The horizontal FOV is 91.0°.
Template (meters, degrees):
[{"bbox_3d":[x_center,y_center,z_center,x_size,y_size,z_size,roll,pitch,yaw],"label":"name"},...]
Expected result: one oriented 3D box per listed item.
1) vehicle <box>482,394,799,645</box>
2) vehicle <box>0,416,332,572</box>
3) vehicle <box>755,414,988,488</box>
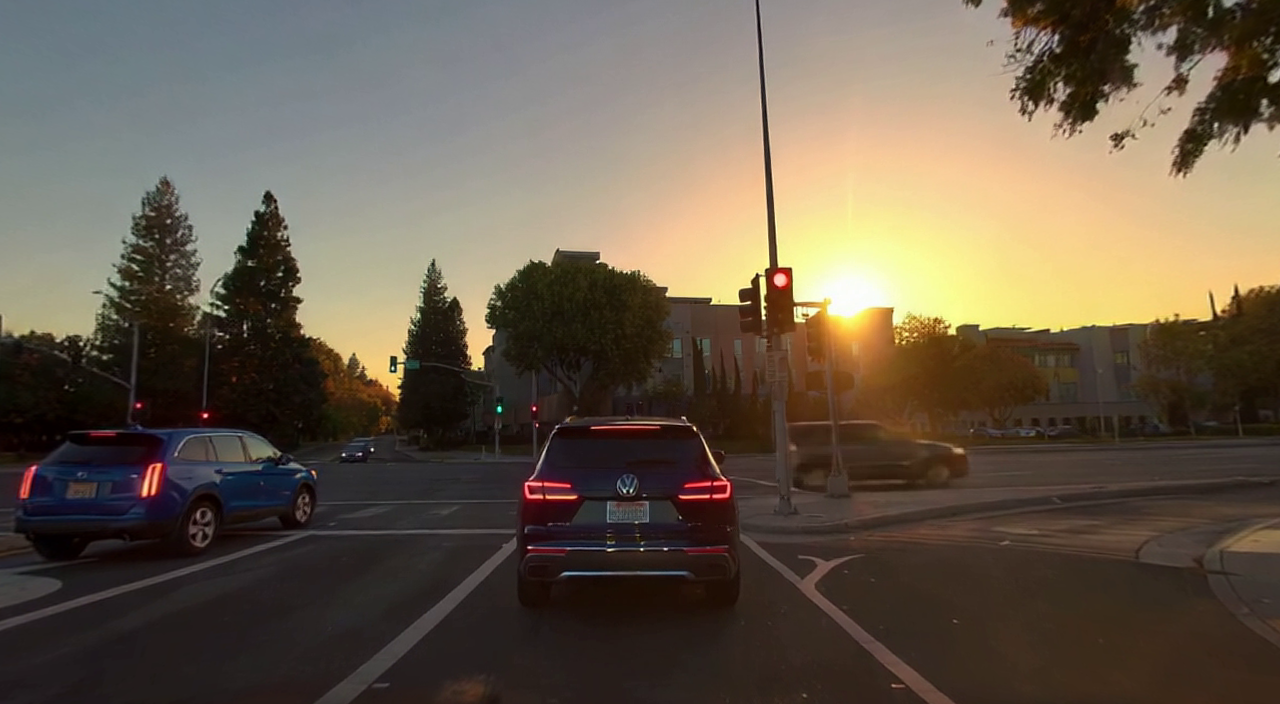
[{"bbox_3d":[-0.145,1.439,6.436,2.154,1.670,4.140,1,-9,-5],"label":"vehicle"},{"bbox_3d":[-6.389,1.874,9.088,2.020,1.695,4.187,1,-9,-5],"label":"vehicle"},{"bbox_3d":[6.079,2.713,17.336,5.623,1.843,2.147,-1,-9,9],"label":"vehicle"}]
